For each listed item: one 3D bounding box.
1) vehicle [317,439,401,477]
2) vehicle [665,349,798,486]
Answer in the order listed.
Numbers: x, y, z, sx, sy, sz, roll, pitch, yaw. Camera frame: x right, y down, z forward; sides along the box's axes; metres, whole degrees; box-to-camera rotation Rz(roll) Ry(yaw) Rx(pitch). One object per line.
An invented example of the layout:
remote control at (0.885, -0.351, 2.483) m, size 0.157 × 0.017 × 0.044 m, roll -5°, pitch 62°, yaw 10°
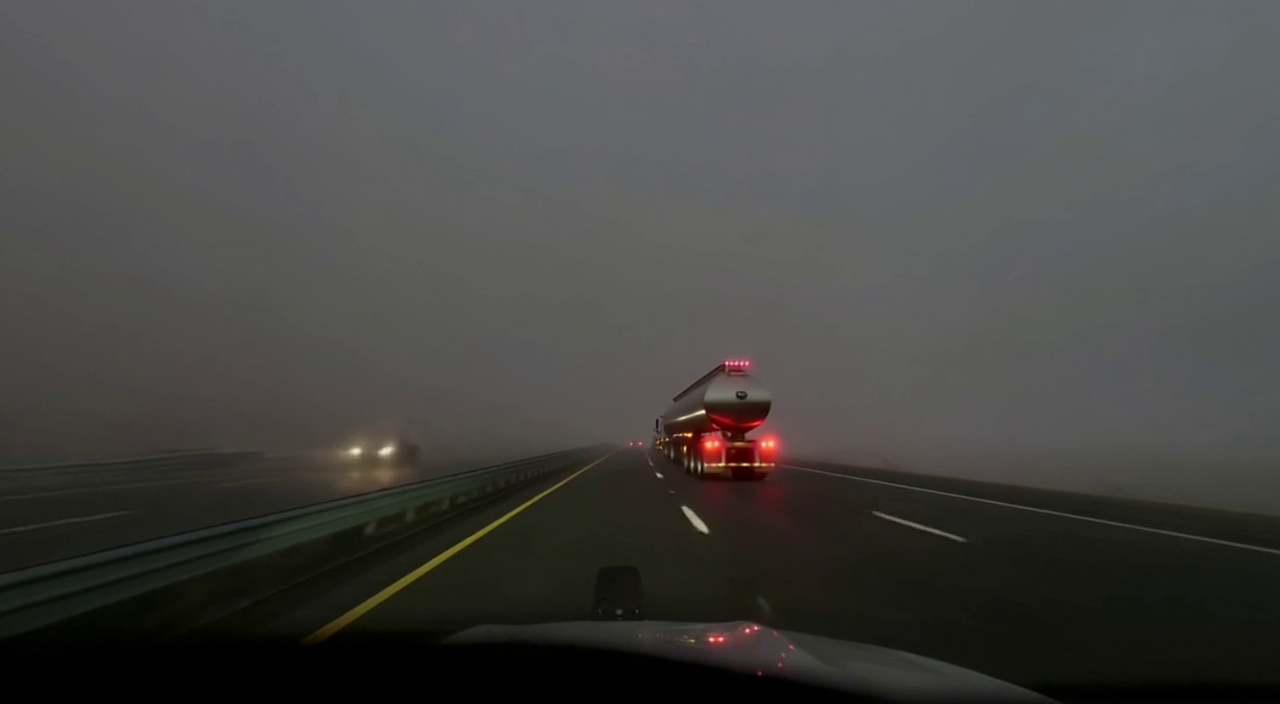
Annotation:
vehicle at (-12.093, 4.550, 27.350) m, size 1.847 × 1.529 × 3.821 m, roll 0°, pitch -8°, yaw 0°
vehicle at (2.708, 2.556, 22.916) m, size 2.946 × 3.745 × 11.516 m, roll 0°, pitch -8°, yaw -1°
